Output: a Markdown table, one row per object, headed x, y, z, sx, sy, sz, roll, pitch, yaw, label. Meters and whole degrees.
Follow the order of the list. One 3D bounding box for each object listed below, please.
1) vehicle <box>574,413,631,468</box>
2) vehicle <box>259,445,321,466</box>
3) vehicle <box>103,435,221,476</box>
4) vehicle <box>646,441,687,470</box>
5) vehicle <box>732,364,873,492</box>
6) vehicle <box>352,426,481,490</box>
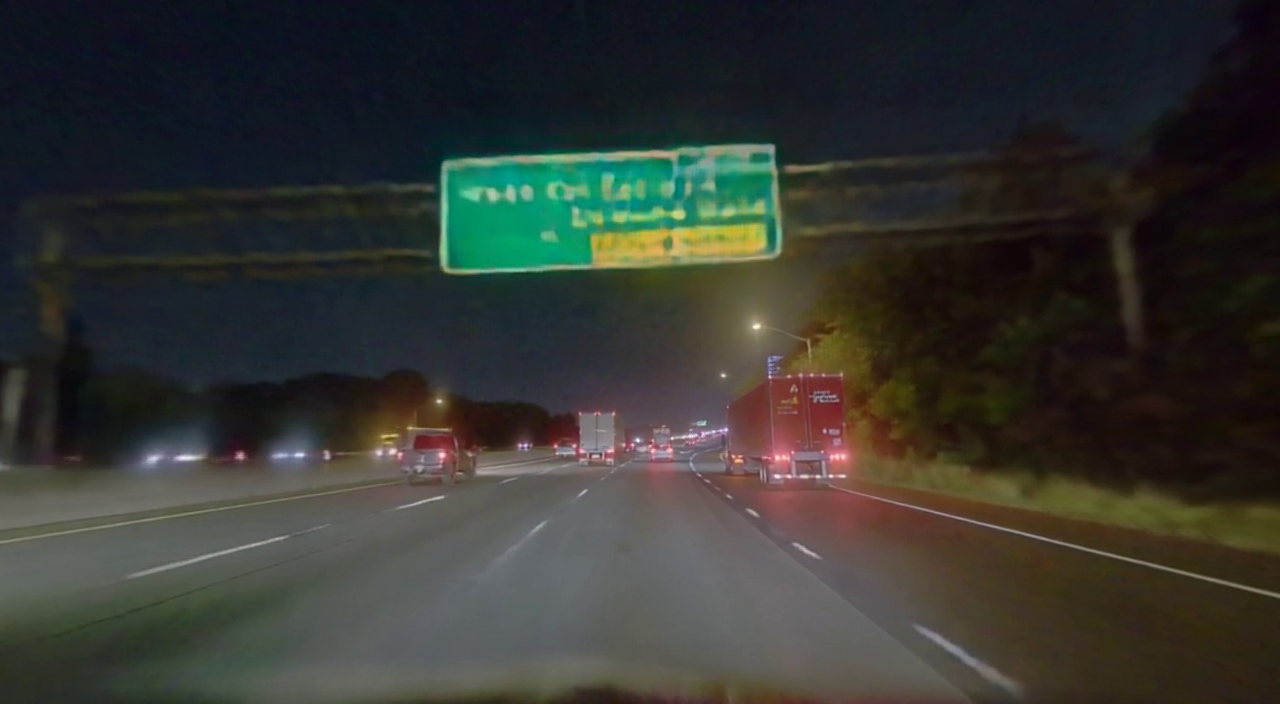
| x | y | z | sx | sy | sz | roll | pitch | yaw | label |
| --- | --- | --- | --- | --- | --- | --- | --- | --- | --- |
| -2.235 | 5.660 | 40.064 | 2.745 | 3.156 | 7.608 | -1 | -9 | 3 | vehicle |
| -27.088 | 8.005 | 48.979 | 1.901 | 1.466 | 4.771 | 0 | -9 | 2 | vehicle |
| -23.542 | 5.099 | 31.350 | 1.985 | 1.871 | 4.730 | 0 | -9 | 2 | vehicle |
| 1.427 | 5.645 | 34.562 | 2.105 | 1.502 | 4.068 | 0 | -9 | 2 | vehicle |
| 4.982 | 2.632 | 21.104 | 2.895 | 3.484 | 7.631 | 0 | -9 | 2 | vehicle |
| -7.155 | 3.484 | 20.977 | 2.272 | 1.850 | 5.156 | 0 | -9 | 2 | vehicle |
